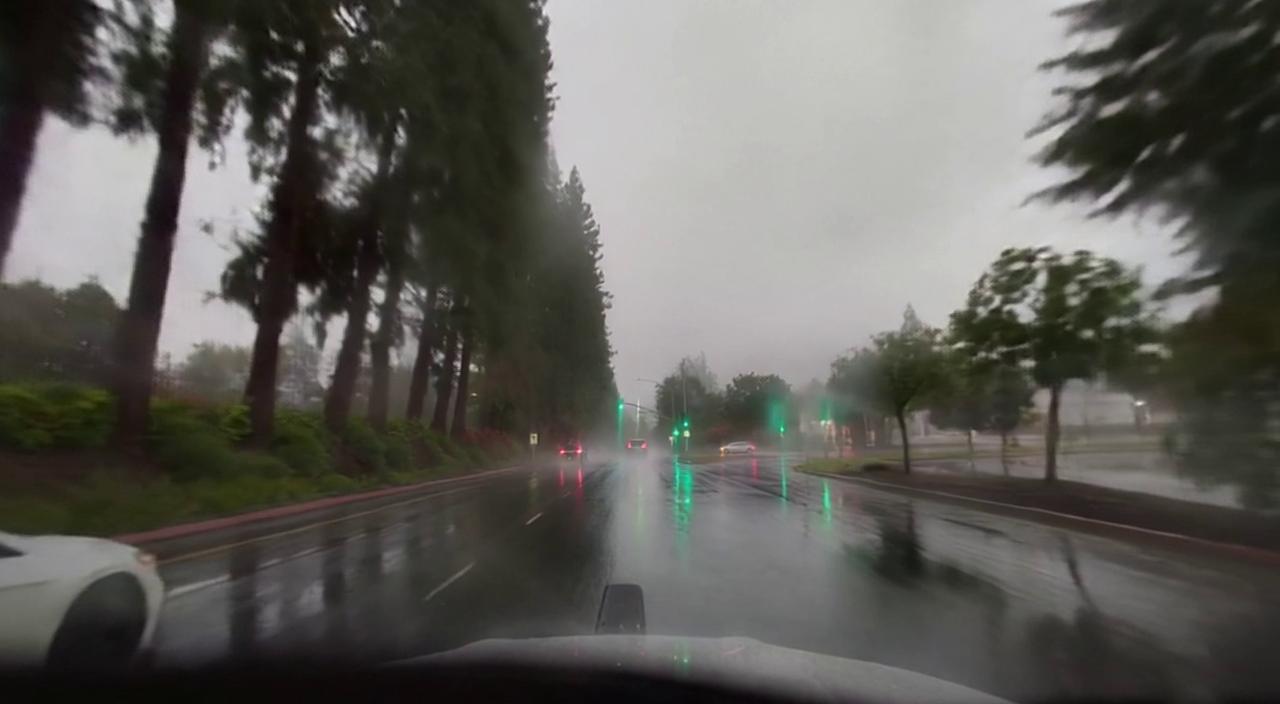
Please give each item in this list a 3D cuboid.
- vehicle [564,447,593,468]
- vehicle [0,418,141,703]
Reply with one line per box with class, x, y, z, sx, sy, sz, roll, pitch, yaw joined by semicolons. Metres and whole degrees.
vehicle;-4.456;7.650;46.088;1.674;1.408;4.141;0;-8;1
vehicle;-3.723;0.795;1.170;1.968;1.459;4.433;0;-8;0
